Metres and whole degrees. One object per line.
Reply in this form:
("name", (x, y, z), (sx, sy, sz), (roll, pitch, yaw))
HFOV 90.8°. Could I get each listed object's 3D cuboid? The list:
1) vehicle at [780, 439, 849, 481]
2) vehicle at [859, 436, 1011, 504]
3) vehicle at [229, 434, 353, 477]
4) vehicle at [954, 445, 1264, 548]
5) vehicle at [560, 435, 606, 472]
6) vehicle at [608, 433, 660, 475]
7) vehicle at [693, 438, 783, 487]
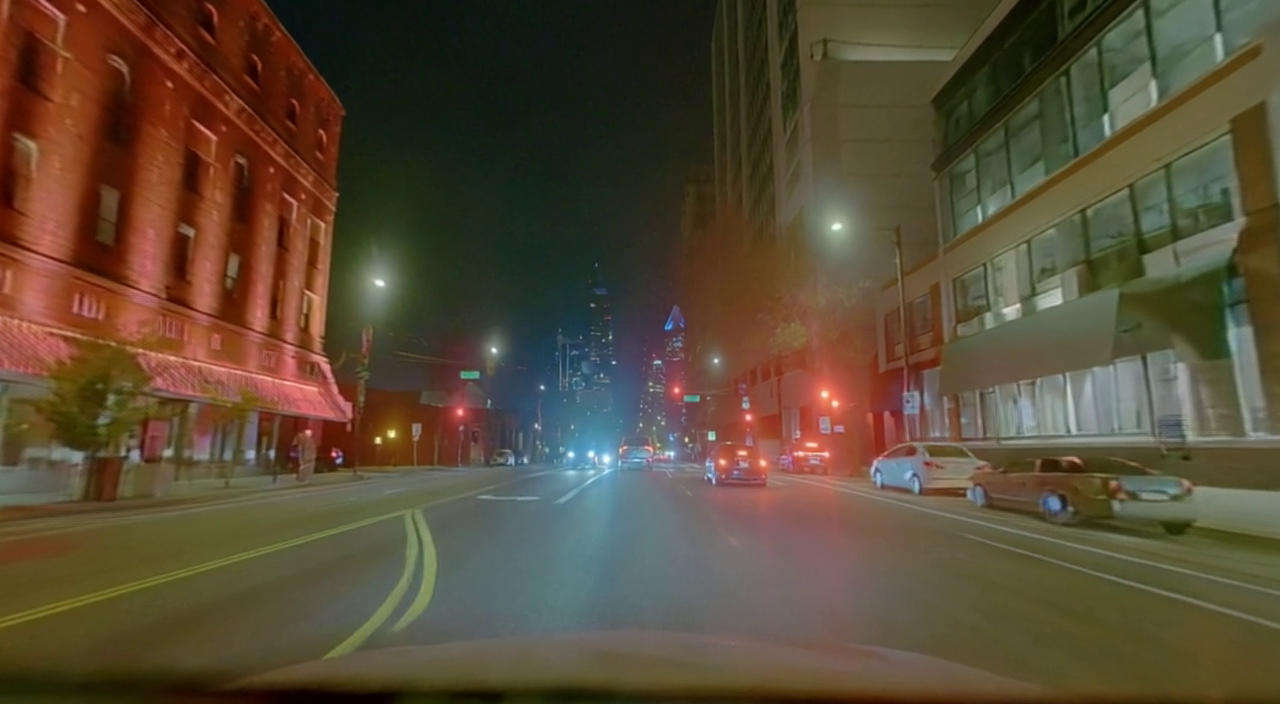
("vehicle", (8.053, 4.979, 29.629), (1.959, 1.719, 4.538), (1, -7, 0))
("vehicle", (8.116, 3.232, 17.969), (1.963, 1.649, 4.562), (1, -8, -2))
("vehicle", (-23.604, 7.011, 43.028), (6.679, 2.794, 2.850), (0, -9, 2))
("vehicle", (8.192, 2.507, 11.830), (2.054, 1.455, 4.786), (0, -8, -1))
("vehicle", (-2.973, 5.413, 33.742), (2.297, 1.812, 4.244), (0, -8, -3))
("vehicle", (-0.251, 4.873, 30.419), (2.329, 1.842, 4.537), (0, -8, 0))
("vehicle", (3.257, 3.796, 22.133), (2.238, 1.499, 4.964), (0, -8, -2))
